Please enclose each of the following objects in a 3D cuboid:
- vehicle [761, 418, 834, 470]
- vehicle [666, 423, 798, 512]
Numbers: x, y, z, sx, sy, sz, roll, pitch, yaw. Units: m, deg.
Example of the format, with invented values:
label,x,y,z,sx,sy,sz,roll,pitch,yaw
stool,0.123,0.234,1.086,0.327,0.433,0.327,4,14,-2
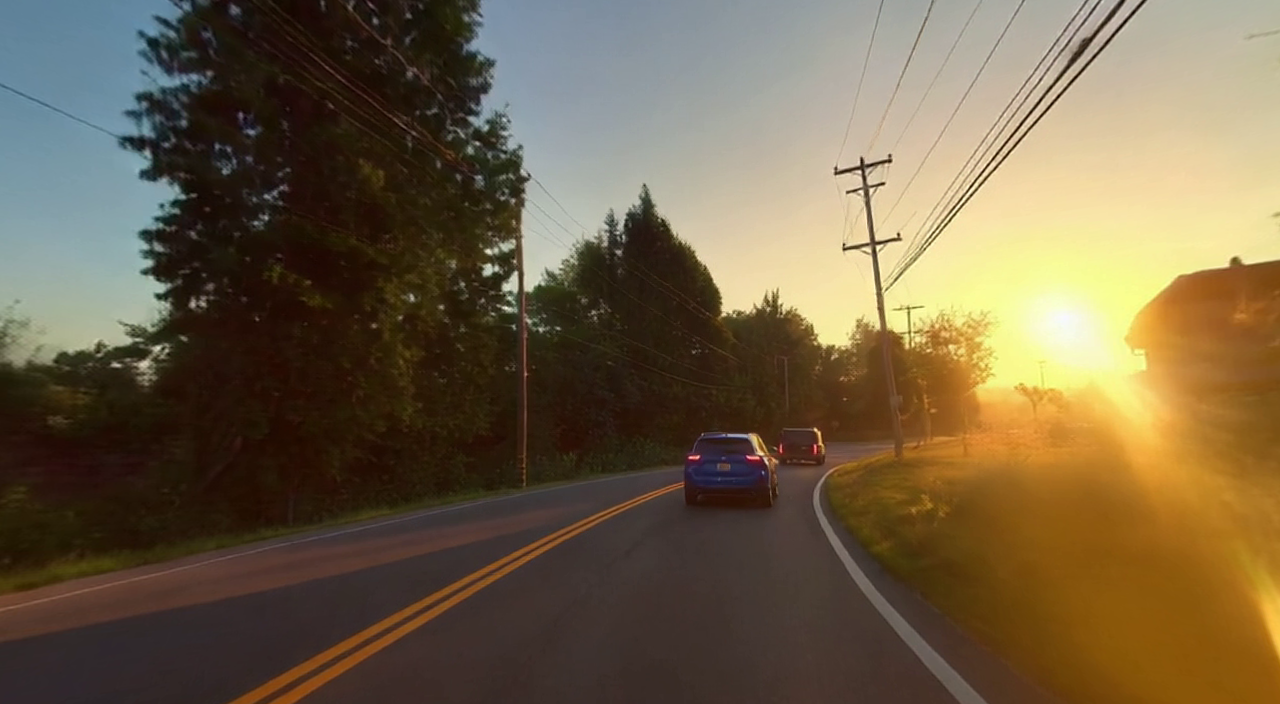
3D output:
label,x,y,z,sx,sy,sz,roll,pitch,yaw
vehicle,7.444,4.270,29.283,2.376,2.145,5.953,-4,-9,22
vehicle,2.153,2.403,13.572,2.157,1.565,4.243,-3,-9,17
